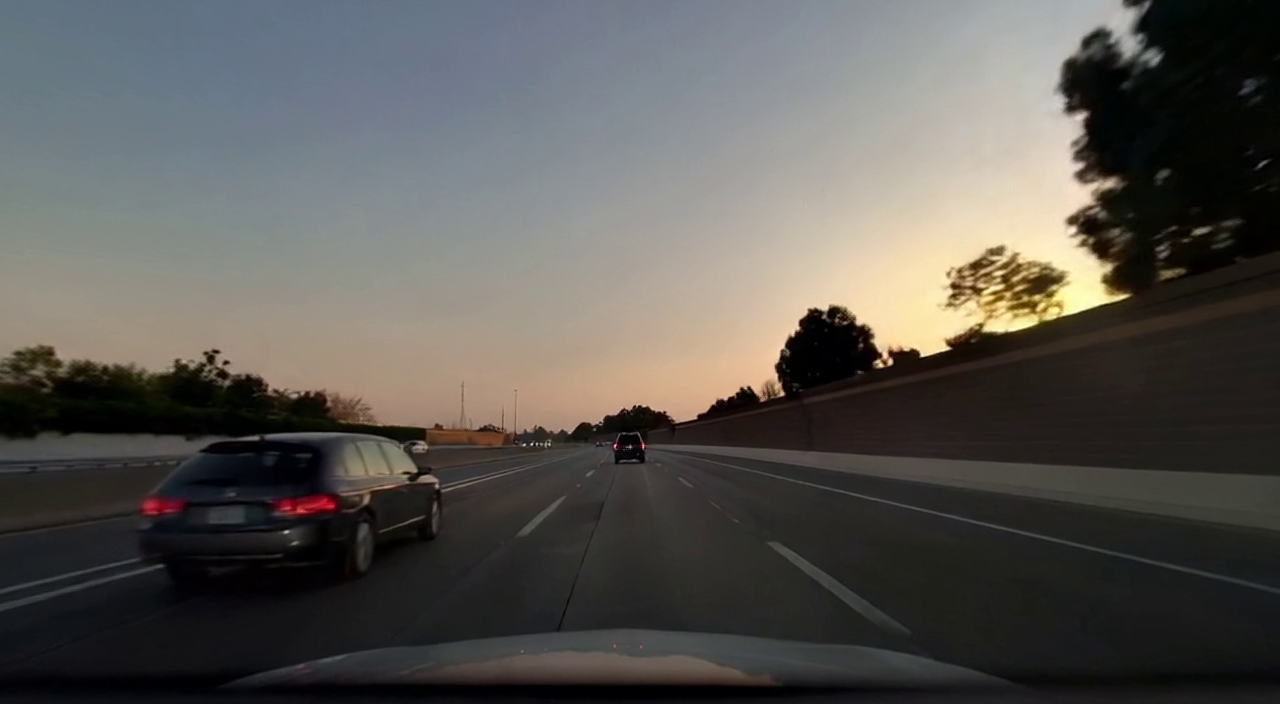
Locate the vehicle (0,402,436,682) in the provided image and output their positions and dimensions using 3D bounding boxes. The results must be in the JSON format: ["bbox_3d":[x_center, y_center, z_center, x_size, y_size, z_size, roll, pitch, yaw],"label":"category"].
[{"bbox_3d":[-3.636,1.415,5.875,2.039,1.602,4.317,0,-8,-1],"label":"vehicle"}]

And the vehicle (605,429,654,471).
[{"bbox_3d":[-0.593,5.016,32.467,2.382,1.973,4.439,0,-8,-2],"label":"vehicle"}]
